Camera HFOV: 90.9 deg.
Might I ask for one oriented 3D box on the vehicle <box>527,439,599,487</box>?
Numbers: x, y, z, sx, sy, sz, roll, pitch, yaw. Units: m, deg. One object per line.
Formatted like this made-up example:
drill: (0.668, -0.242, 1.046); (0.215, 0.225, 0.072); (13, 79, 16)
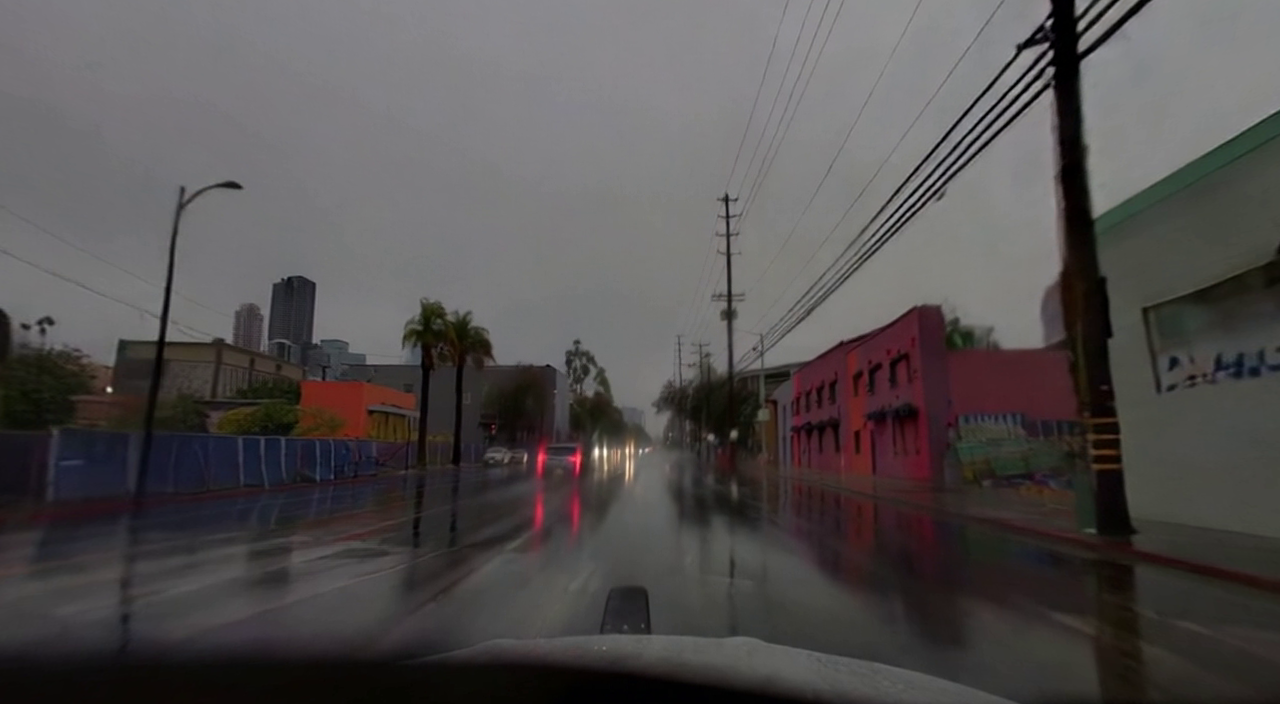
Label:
vehicle: (-2.760, 4.110, 23.719); (2.036, 1.589, 4.549); (0, -9, 1)
